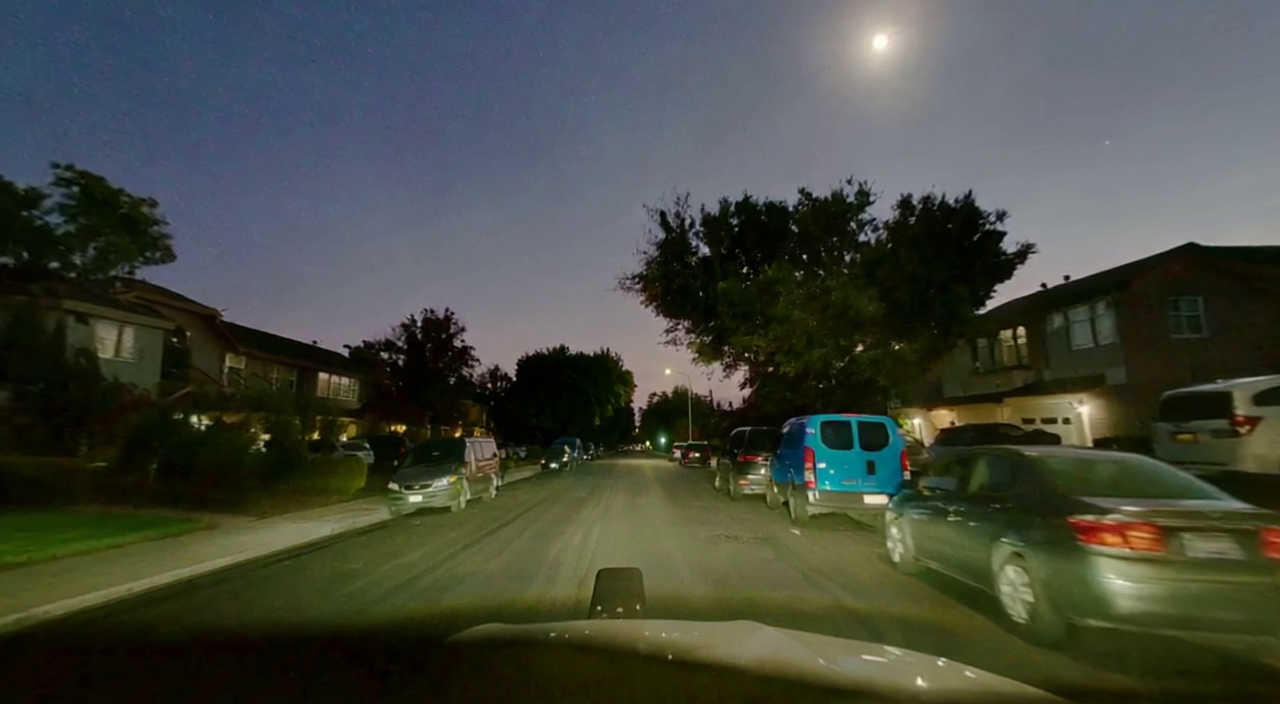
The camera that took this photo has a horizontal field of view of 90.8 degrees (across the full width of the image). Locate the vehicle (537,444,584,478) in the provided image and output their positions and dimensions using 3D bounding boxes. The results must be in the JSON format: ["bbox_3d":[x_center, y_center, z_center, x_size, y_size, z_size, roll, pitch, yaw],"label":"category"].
[{"bbox_3d":[-4.773,6.592,38.538,2.116,1.659,4.832,-3,-7,1],"label":"vehicle"}]

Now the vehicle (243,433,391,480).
[{"bbox_3d":[-12.854,4.170,25.386,4.739,1.744,2.135,0,-8,-1],"label":"vehicle"}]

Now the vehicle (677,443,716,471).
[{"bbox_3d":[3.901,7.373,44.608,2.152,1.810,5.846,0,-9,0],"label":"vehicle"}]

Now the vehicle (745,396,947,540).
[{"bbox_3d":[3.522,2.122,12.024,2.144,2.166,4.766,0,-9,-1],"label":"vehicle"}]

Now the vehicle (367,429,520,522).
[{"bbox_3d":[-4.878,3.112,16.855,2.364,1.968,5.671,-1,-8,-1],"label":"vehicle"}]

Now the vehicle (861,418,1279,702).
[{"bbox_3d":[3.992,1.537,6.060,1.908,1.543,5.022,0,-9,0],"label":"vehicle"}]
